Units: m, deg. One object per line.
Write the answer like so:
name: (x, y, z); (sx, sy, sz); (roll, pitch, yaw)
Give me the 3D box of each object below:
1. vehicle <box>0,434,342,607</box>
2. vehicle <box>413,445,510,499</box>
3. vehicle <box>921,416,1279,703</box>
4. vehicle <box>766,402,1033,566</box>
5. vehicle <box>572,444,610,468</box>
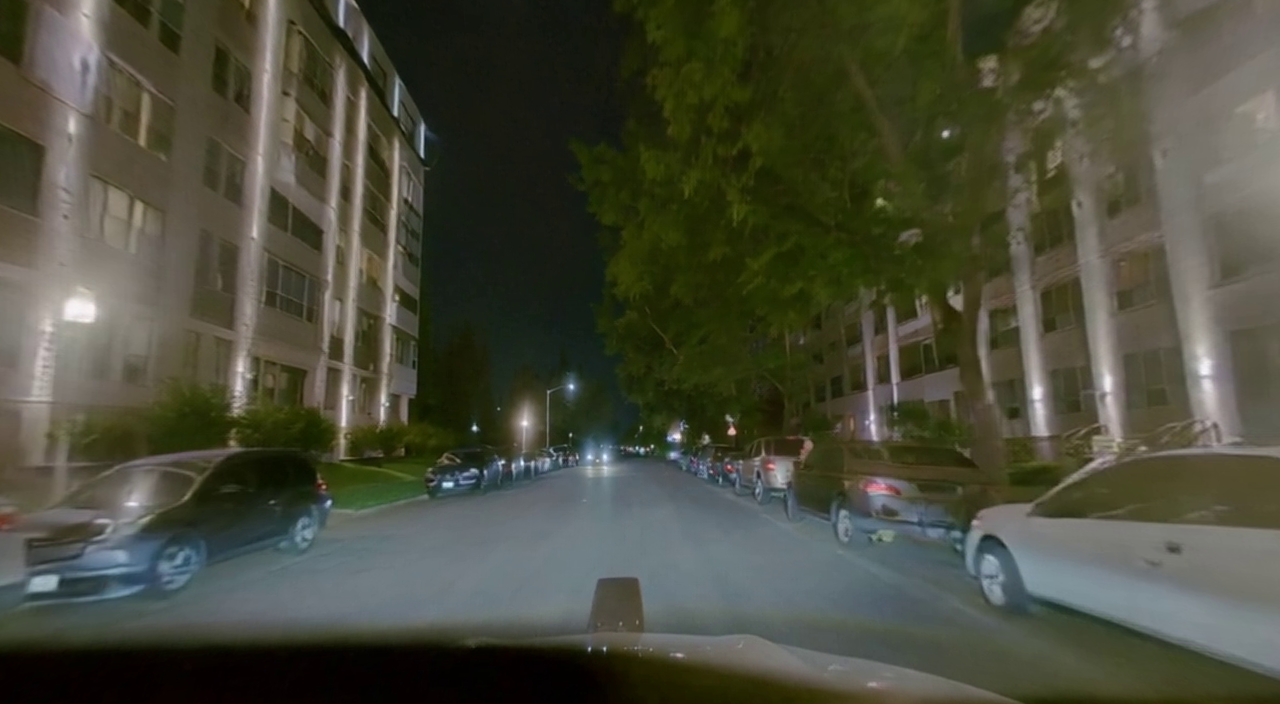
vehicle: (-5.153, 1.762, 7.394); (1.628, 1.504, 3.500); (0, -9, -1)
vehicle: (-5.435, 3.684, 19.881); (1.647, 1.481, 4.433); (0, -9, 2)
vehicle: (3.703, 1.225, 3.913); (1.740, 1.527, 4.602); (0, -9, -1)
vehicle: (3.390, 1.846, 9.570); (1.835, 1.809, 4.997); (0, -9, -1)
vehicle: (-3.165, 6.804, 41.494); (1.939, 1.504, 4.121); (-1, -9, 3)
